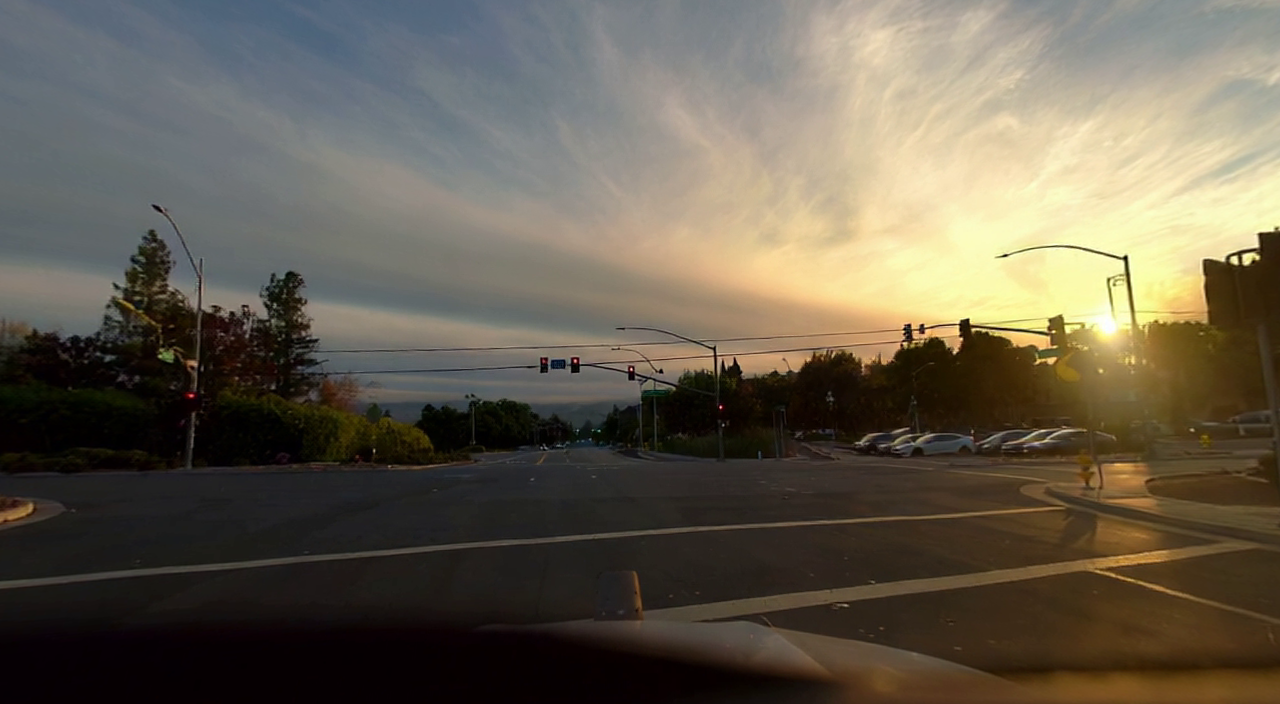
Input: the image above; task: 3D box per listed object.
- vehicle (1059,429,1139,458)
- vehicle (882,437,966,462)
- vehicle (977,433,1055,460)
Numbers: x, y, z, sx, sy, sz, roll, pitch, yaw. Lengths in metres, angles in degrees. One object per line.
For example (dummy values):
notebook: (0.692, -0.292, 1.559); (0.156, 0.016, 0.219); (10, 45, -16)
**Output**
vehicle: (36.150, 7.202, 49.673); (6.148, 2.119, 2.473); (4, -10, -28)
vehicle: (18.712, 6.432, 41.622); (5.234, 1.549, 1.982); (4, -9, -24)
vehicle: (26.964, 6.736, 45.259); (5.032, 1.828, 2.183); (4, -9, -24)
